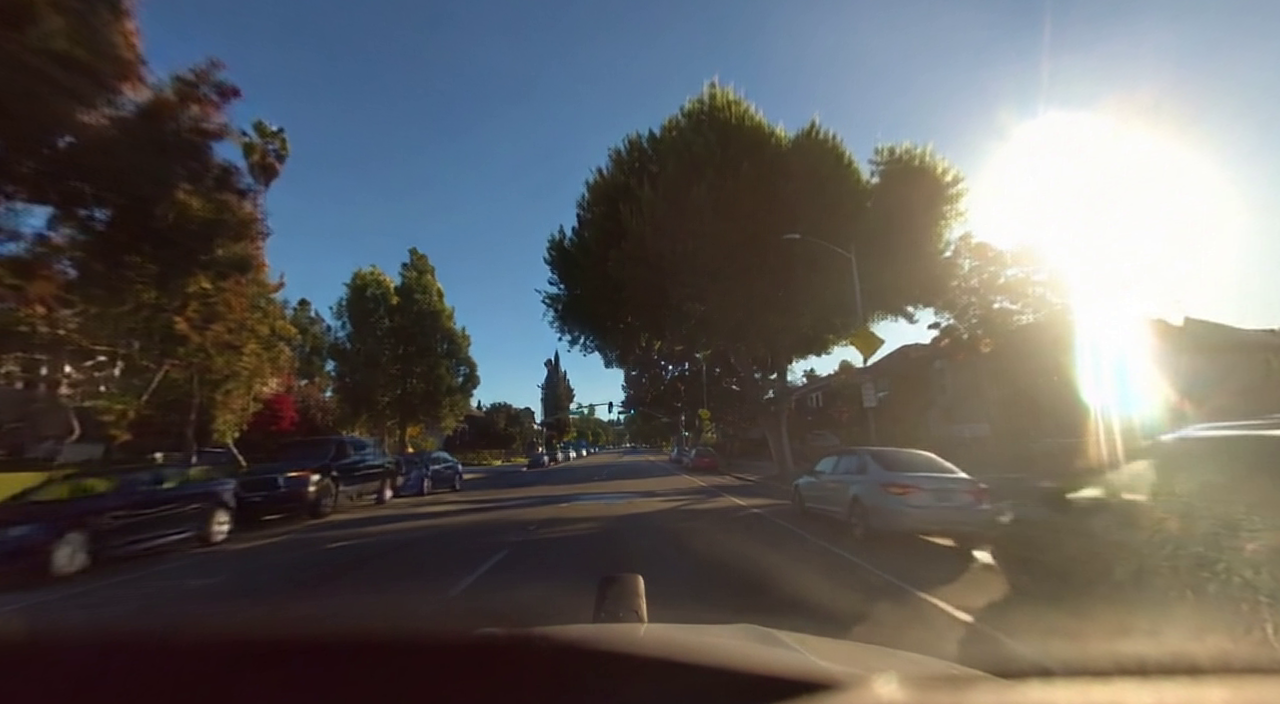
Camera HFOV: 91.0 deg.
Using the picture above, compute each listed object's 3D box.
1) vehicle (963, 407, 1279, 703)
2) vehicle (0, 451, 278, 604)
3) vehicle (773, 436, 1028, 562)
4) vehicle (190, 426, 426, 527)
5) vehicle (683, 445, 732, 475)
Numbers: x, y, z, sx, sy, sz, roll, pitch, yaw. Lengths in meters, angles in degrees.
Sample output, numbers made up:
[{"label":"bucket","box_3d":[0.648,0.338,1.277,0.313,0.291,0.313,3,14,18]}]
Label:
[{"label":"vehicle","box_3d":[4.090,1.106,3.550,1.854,1.537,4.759,0,-8,-2]},{"label":"vehicle","box_3d":[-7.509,2.176,8.835,2.057,1.486,4.759,0,-8,0]},{"label":"vehicle","box_3d":[3.581,2.091,9.778,2.033,1.467,4.471,0,-8,0]},{"label":"vehicle","box_3d":[-7.573,2.899,15.434,2.613,1.959,5.843,0,-8,0]},{"label":"vehicle","box_3d":[3.578,5.792,34.116,2.005,1.466,4.767,0,-8,-1]}]
